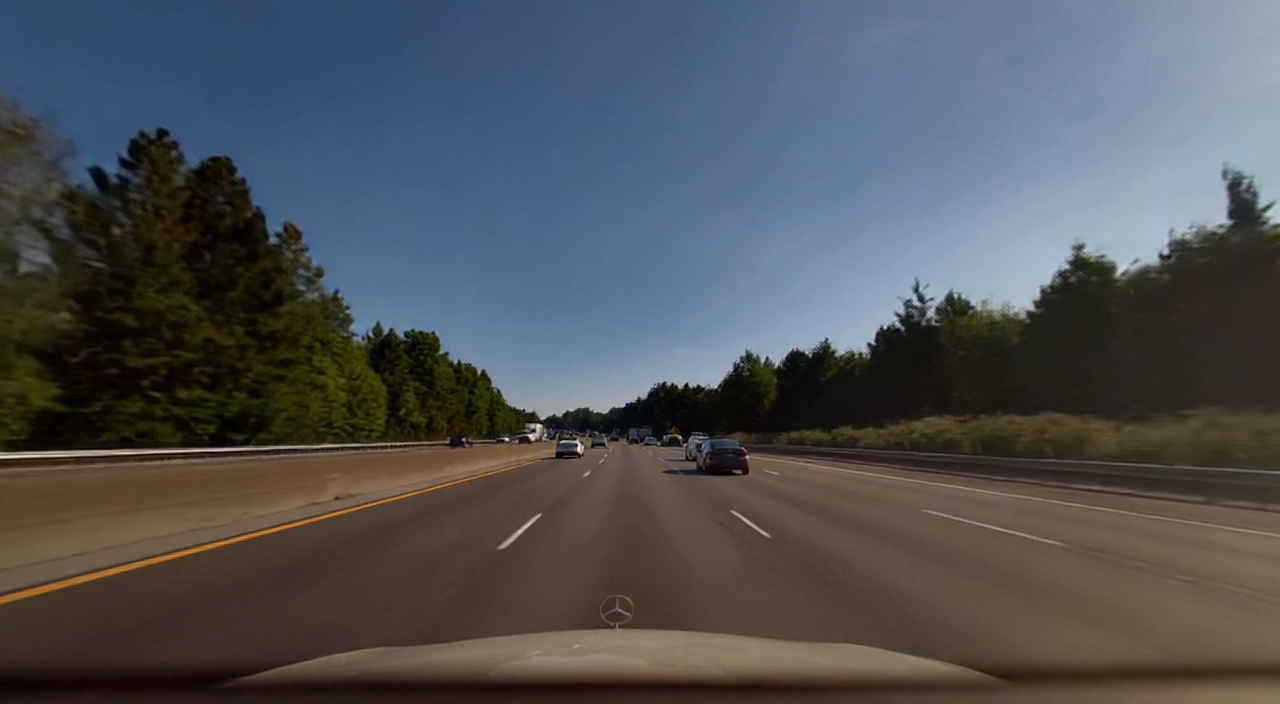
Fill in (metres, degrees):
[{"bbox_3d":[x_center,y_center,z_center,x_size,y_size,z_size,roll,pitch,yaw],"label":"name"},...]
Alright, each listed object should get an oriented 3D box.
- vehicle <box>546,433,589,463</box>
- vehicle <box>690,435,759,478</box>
[{"bbox_3d":[-4.184,5.583,37.068,2.011,1.614,4.808,0,-8,-1],"label":"vehicle"},{"bbox_3d":[3.131,3.936,24.166,1.990,1.480,3.865,0,-8,-2],"label":"vehicle"}]
